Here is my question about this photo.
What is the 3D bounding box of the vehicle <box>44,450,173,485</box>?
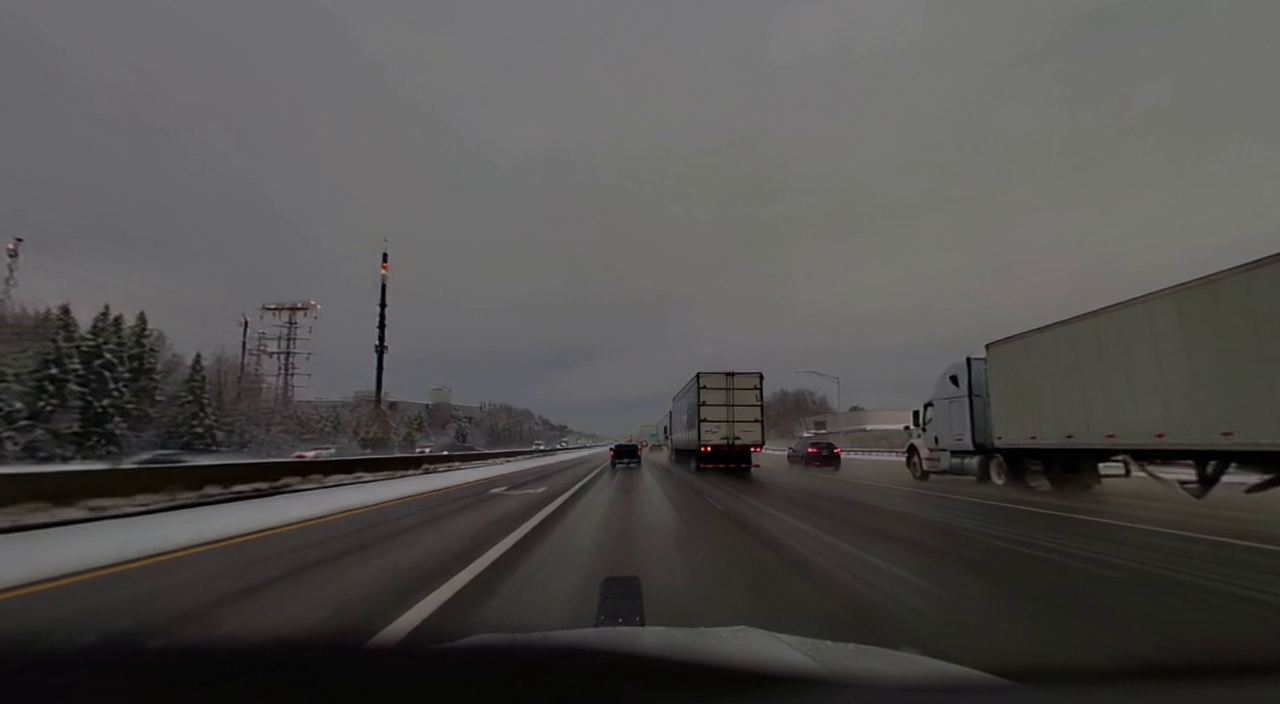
[{"bbox_3d":[-24.123,5.216,28.954,1.950,1.455,4.569,0,-9,0],"label":"vehicle"}]

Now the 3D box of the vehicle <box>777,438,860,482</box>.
[{"bbox_3d":[7.336,4.499,26.482,2.154,1.658,4.347,0,-9,-1],"label":"vehicle"}]

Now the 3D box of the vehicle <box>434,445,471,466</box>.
[{"bbox_3d":[-13.269,7.300,44.851,1.543,1.408,3.505,0,-9,0],"label":"vehicle"}]

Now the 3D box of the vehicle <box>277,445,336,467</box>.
[{"bbox_3d":[-24.093,7.495,45.820,1.905,1.516,4.340,0,-9,0],"label":"vehicle"}]

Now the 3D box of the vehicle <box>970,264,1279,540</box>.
[{"bbox_3d":[11.225,0.784,9.786,2.898,4.171,17.188,0,-9,0],"label":"vehicle"}]

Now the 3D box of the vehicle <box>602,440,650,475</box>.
[{"bbox_3d":[-0.665,5.087,30.591,2.163,1.551,4.180,0,-9,-1],"label":"vehicle"}]

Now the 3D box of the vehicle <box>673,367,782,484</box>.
[{"bbox_3d":[3.376,3.387,27.759,2.999,4.127,10.526,0,-9,-2],"label":"vehicle"}]
